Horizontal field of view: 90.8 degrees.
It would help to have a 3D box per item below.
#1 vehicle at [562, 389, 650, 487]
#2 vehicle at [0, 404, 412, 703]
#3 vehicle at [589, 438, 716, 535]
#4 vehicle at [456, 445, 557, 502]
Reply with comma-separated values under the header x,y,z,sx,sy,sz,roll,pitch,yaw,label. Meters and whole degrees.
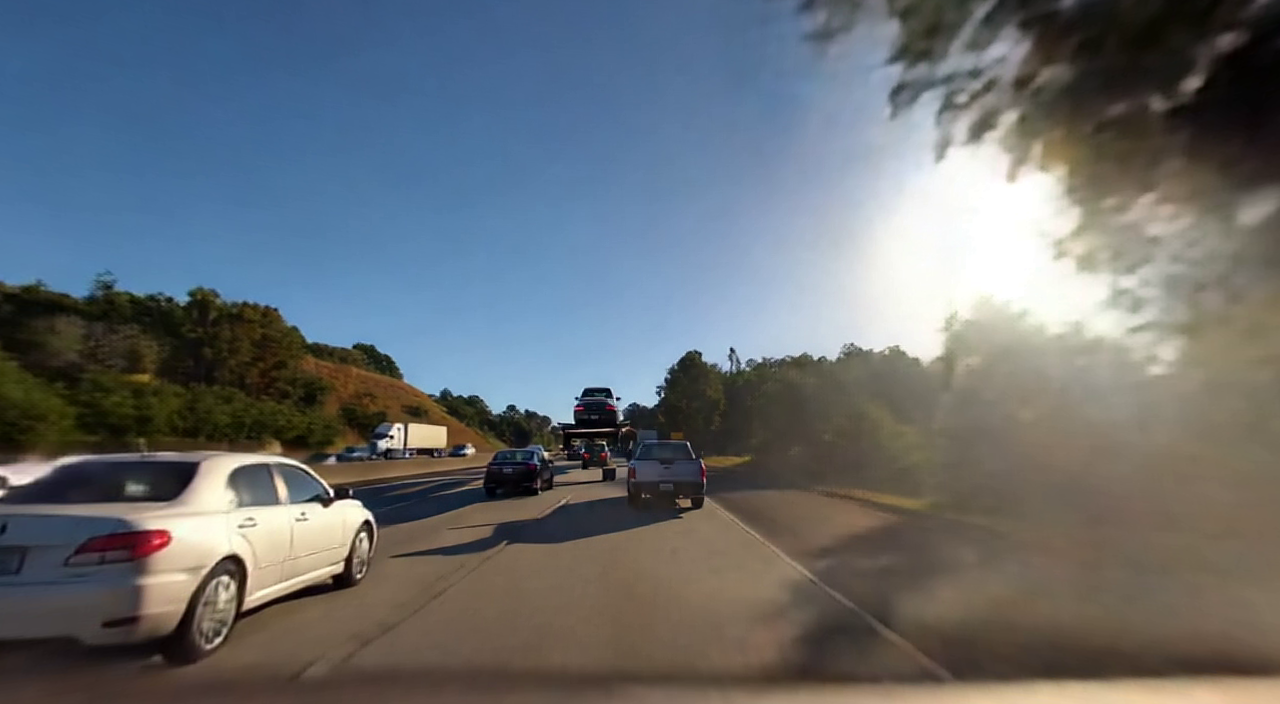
x,y,z,sx,sy,sz,roll,pitch,yaw,label
-2.319,4.620,32.959,3.019,3.757,16.692,1,-9,-8,vehicle
-3.359,1.249,4.373,2.149,1.497,3.753,0,-9,0,vehicle
0.171,2.394,11.749,1.991,1.507,3.391,0,-9,-1,vehicle
-3.809,3.536,18.832,1.947,1.470,4.526,0,-9,1,vehicle
